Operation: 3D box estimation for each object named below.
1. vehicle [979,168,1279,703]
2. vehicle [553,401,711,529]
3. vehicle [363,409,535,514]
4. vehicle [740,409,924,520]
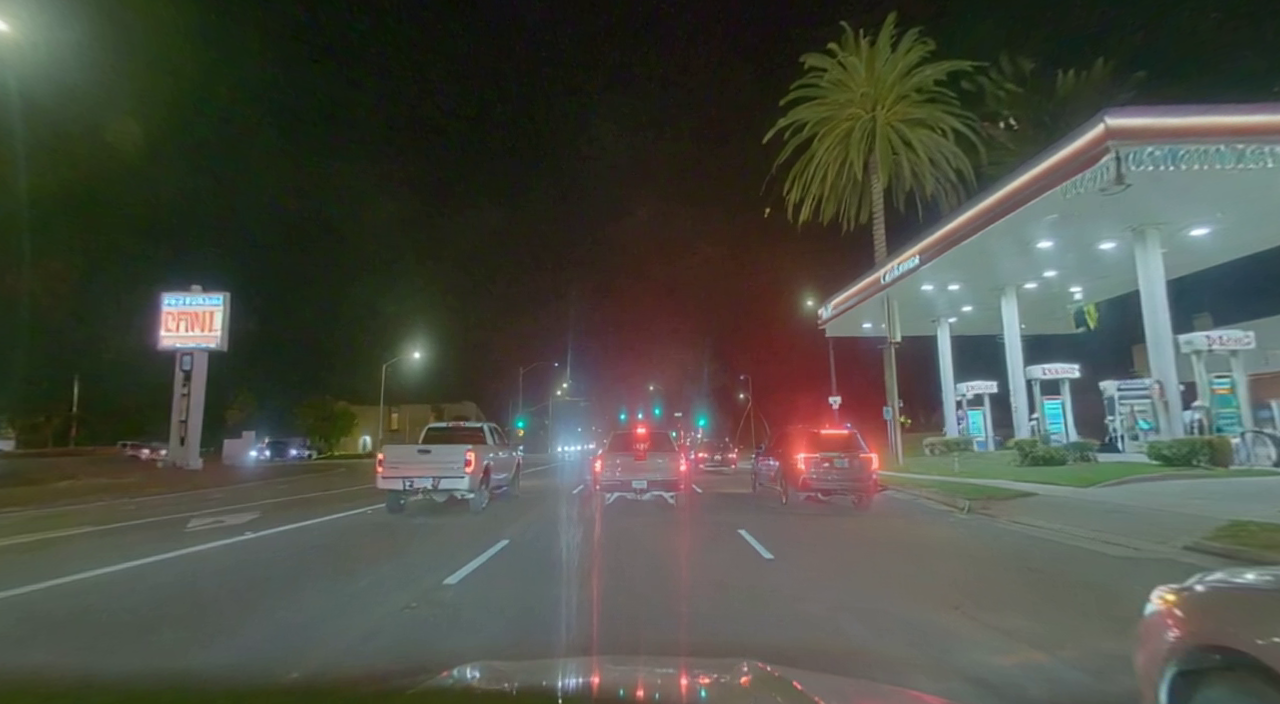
[{"bbox_3d":[2.650,0.346,0.106,2.309,1.975,5.421,0,-8,2],"label":"vehicle"},{"bbox_3d":[-0.062,2.042,11.919,2.295,1.835,5.471,0,-8,1],"label":"vehicle"},{"bbox_3d":[-3.685,2.227,13.183,2.071,1.811,4.605,0,-8,1],"label":"vehicle"},{"bbox_3d":[3.629,2.272,13.220,2.120,1.828,5.531,0,-8,0],"label":"vehicle"}]
